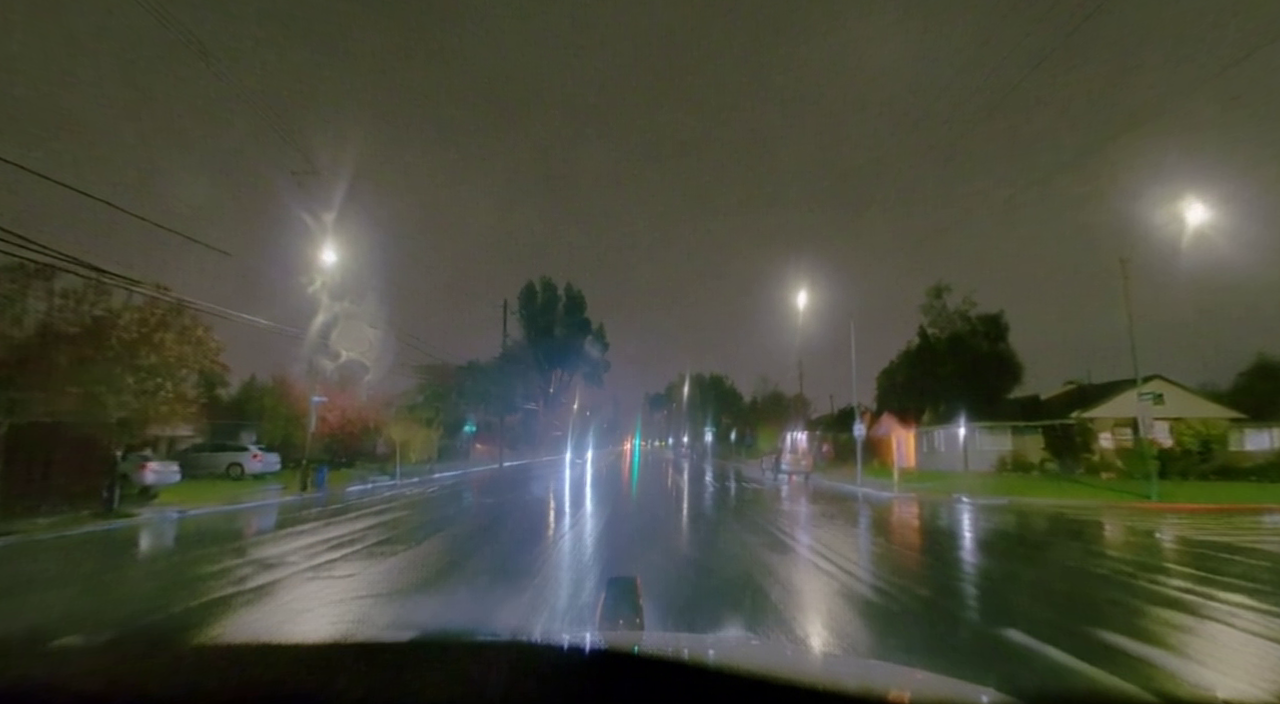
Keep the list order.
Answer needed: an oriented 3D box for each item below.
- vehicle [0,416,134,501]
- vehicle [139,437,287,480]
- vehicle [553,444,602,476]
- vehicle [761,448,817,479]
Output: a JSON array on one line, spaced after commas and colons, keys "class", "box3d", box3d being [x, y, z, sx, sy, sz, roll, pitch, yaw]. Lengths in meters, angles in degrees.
[{"class": "vehicle", "box3d": [-17.917, 3.017, 18.070, 4.800, 2.259, 2.303, 0, -9, 0]}, {"class": "vehicle", "box3d": [-17.919, 4.492, 26.715, 4.743, 1.734, 1.994, 0, -9, -1]}, {"class": "vehicle", "box3d": [-3.028, 5.338, 31.432, 2.014, 1.499, 3.999, 0, -9, 0]}, {"class": "vehicle", "box3d": [8.020, 6.001, 34.432, 2.029, 1.554, 4.705, 0, -9, 1]}]
